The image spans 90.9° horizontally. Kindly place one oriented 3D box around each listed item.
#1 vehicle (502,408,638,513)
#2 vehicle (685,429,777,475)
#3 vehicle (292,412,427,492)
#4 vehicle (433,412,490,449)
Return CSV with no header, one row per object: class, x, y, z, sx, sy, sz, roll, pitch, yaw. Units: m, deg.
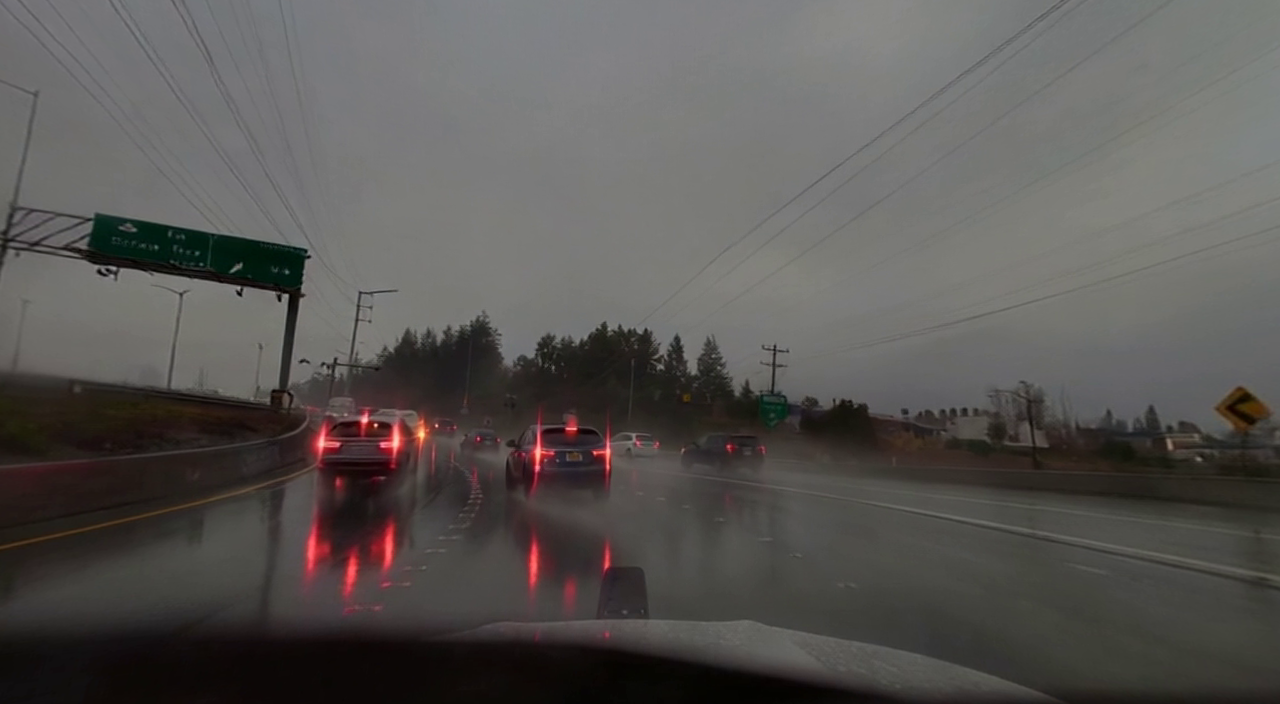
vehicle,-1.596,2.127,12.753,2.140,1.724,4.304,2,-9,-14
vehicle,3.799,4.320,27.464,2.079,1.807,4.682,3,-9,-18
vehicle,-6.183,2.270,14.521,2.033,1.501,4.623,2,-9,-14
vehicle,-9.585,4.234,33.583,2.042,1.817,4.650,4,-9,-26
